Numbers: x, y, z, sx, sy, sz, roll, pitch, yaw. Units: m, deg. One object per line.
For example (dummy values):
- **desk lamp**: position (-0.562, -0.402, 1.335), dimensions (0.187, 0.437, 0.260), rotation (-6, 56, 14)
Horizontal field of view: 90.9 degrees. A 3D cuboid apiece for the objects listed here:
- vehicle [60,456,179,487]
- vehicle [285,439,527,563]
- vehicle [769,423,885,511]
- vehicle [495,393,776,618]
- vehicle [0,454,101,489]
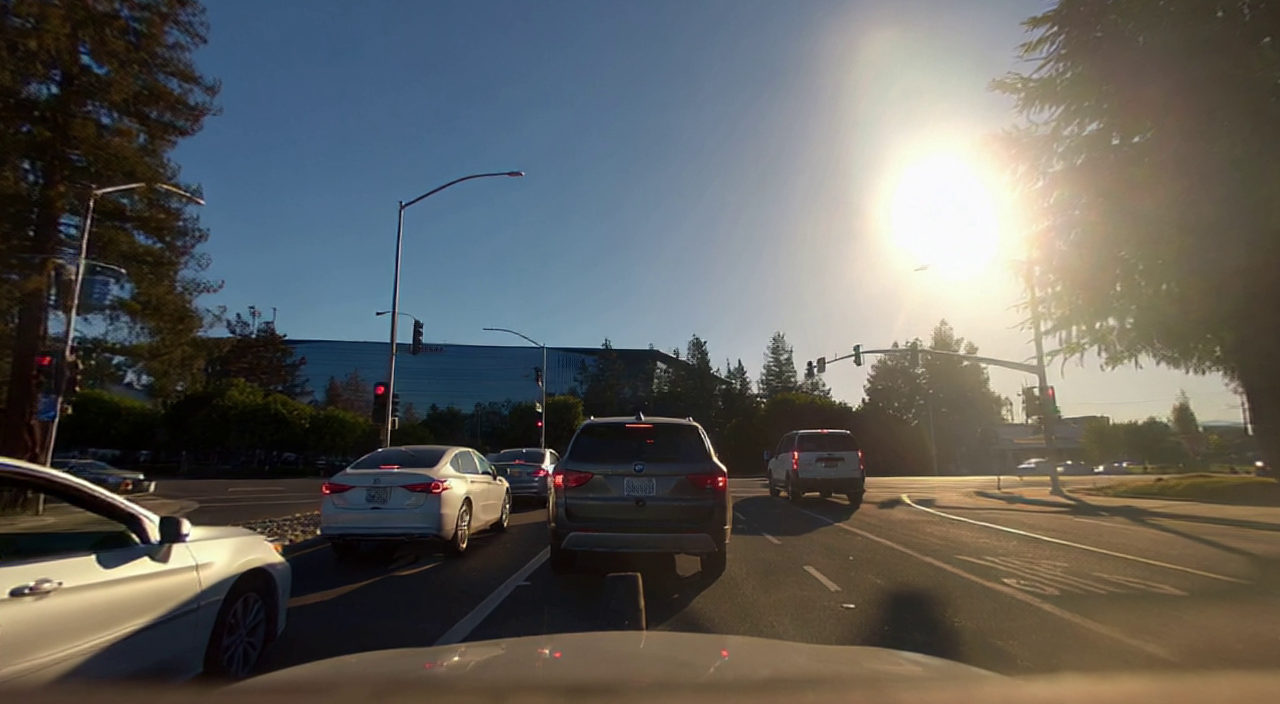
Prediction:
- **vehicle**: position (-25.986, 5.950, 31.609), dimensions (4.140, 1.444, 1.742), rotation (2, -9, -15)
- **vehicle**: position (-3.194, 2.098, 9.765), dimensions (1.913, 1.453, 4.413), rotation (0, -8, 2)
- **vehicle**: position (4.811, 3.002, 16.912), dimensions (2.084, 2.053, 4.073), rotation (-1, -8, 4)
- **vehicle**: position (-0.030, 1.521, 7.173), dimensions (2.203, 1.757, 4.286), rotation (0, -8, 0)
- **vehicle**: position (-27.022, 5.286, 27.968), dimensions (4.198, 1.444, 1.765), rotation (2, -9, -16)
